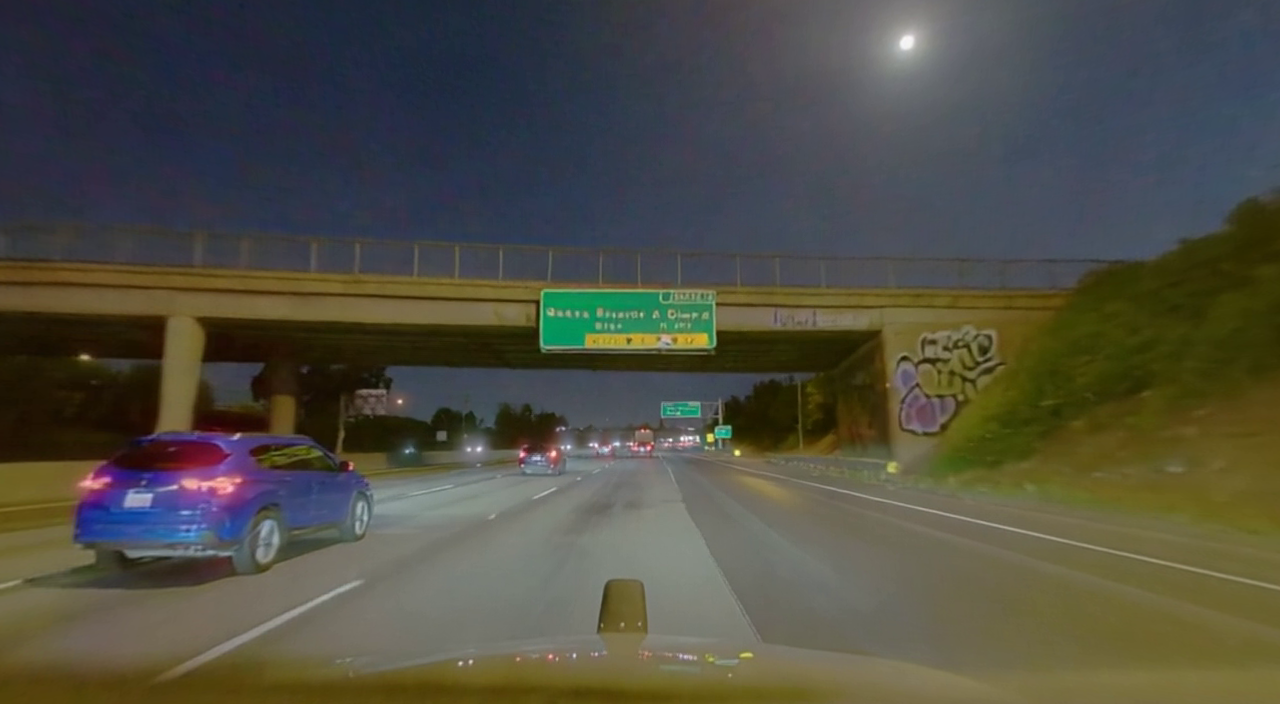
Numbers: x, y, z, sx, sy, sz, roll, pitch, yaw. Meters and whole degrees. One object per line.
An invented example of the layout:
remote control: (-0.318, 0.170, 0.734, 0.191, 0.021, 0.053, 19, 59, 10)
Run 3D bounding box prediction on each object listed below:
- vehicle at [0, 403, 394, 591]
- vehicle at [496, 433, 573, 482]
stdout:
vehicle: (-4.801, 1.587, 7.629, 1.969, 1.633, 3.962, 1, -9, 0)
vehicle: (-4.021, 4.112, 24.669, 2.154, 1.693, 4.394, 1, -9, 1)
